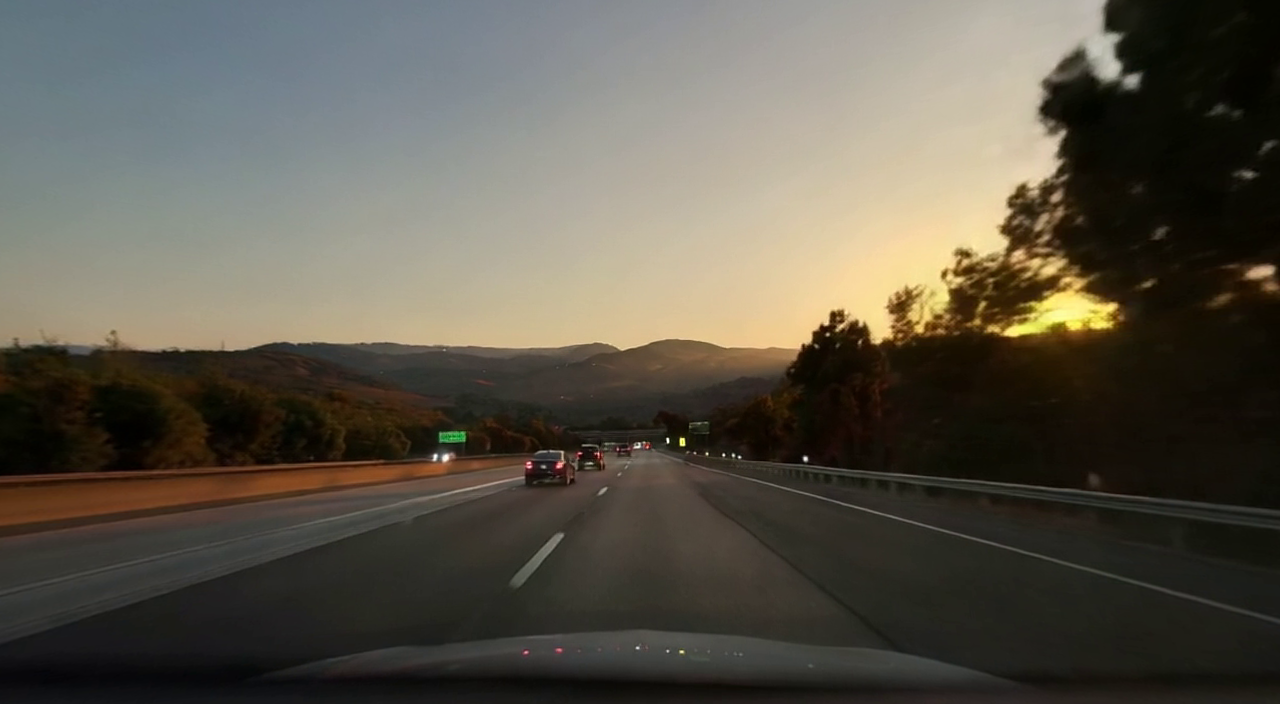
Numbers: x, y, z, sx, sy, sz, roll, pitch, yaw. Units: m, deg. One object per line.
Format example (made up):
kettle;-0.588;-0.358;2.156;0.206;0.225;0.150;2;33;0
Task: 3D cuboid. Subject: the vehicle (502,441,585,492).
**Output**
vehicle;-3.163;3.892;21.729;2.044;1.527;4.607;0;-9;1

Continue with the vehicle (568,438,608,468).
vehicle;-3.345;6.625;41.306;2.177;1.852;4.427;0;-9;1
